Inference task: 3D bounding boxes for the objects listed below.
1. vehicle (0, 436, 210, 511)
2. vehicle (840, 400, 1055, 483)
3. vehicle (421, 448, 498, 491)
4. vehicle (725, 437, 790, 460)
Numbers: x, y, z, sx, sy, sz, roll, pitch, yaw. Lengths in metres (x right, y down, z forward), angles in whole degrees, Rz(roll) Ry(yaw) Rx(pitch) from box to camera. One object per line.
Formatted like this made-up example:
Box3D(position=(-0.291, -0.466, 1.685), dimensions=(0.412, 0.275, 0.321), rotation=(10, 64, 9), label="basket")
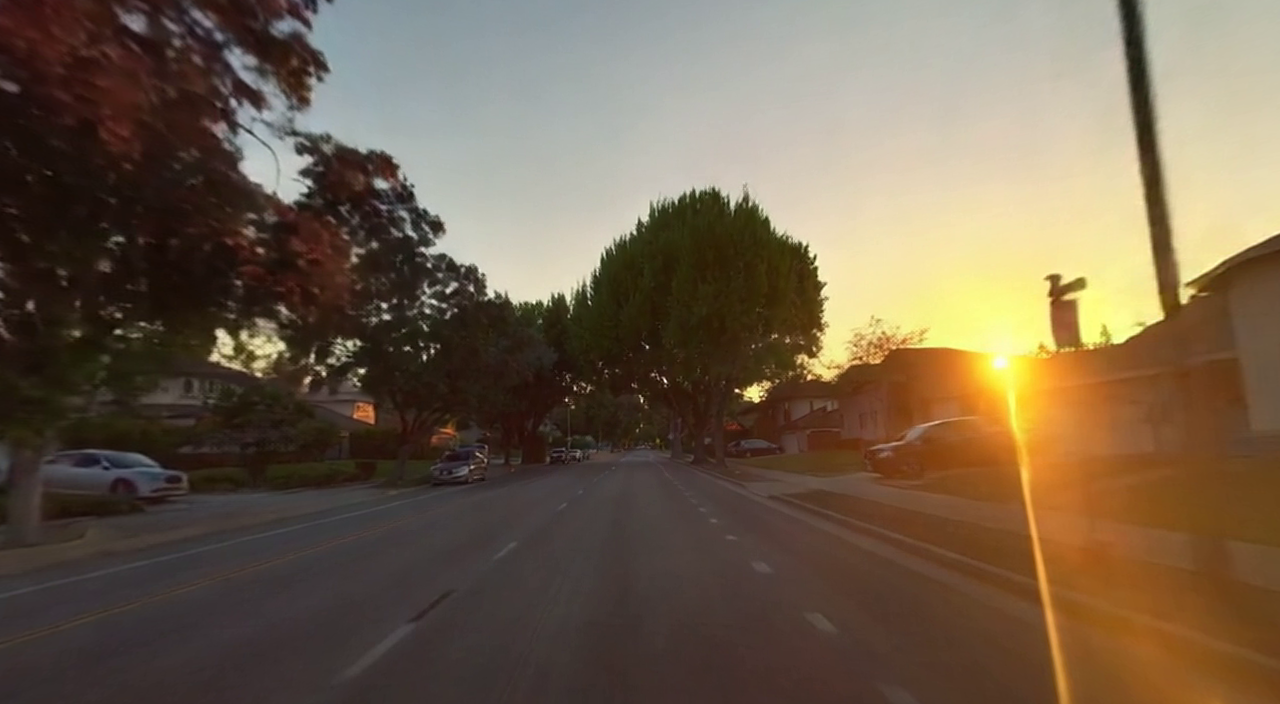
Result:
Box3D(position=(-14.213, 3.034, 16.057), dimensions=(4.995, 1.760, 1.988), rotation=(0, -8, -2), label="vehicle")
Box3D(position=(9.007, 2.669, 18.875), dimensions=(5.221, 1.958, 1.992), rotation=(-4, -8, 0), label="vehicle")
Box3D(position=(-7.619, 4.992, 27.160), dimensions=(1.973, 1.500, 4.781), rotation=(-5, -9, -2), label="vehicle")
Box3D(position=(8.861, 7.316, 47.863), dimensions=(4.535, 1.697, 1.968), rotation=(0, -8, -1), label="vehicle")
